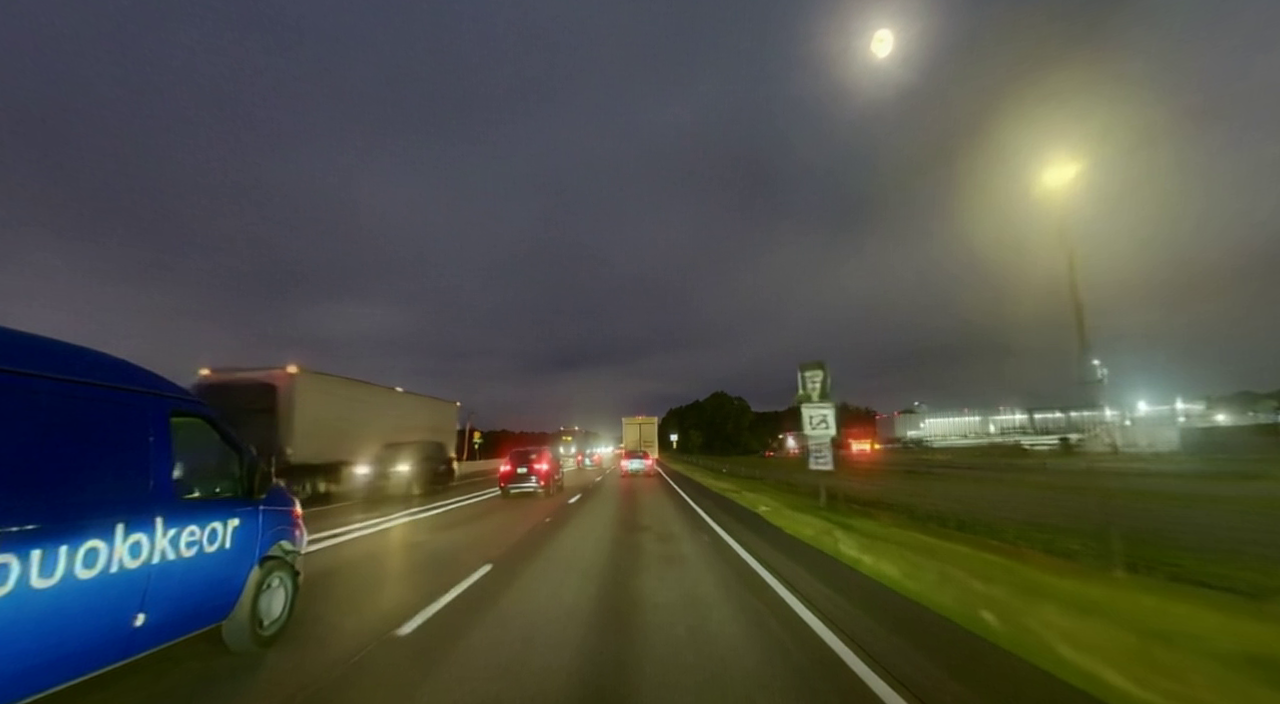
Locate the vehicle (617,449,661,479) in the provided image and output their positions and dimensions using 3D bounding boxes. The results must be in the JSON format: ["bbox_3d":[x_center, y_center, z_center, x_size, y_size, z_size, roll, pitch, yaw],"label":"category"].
[{"bbox_3d":[-0.068,5.579,31.759,2.095,1.393,3.908,0,-9,0],"label":"vehicle"}]

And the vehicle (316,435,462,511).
[{"bbox_3d":[-6.674,3.248,17.481,2.043,1.787,4.755,0,-9,0],"label":"vehicle"}]

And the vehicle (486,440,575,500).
[{"bbox_3d":[-3.211,3.543,19.343,1.937,1.600,4.141,0,-9,0],"label":"vehicle"}]

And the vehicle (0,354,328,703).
[{"bbox_3d":[-3.248,0.850,2.052,2.117,1.688,4.582,0,-9,0],"label":"vehicle"}]
